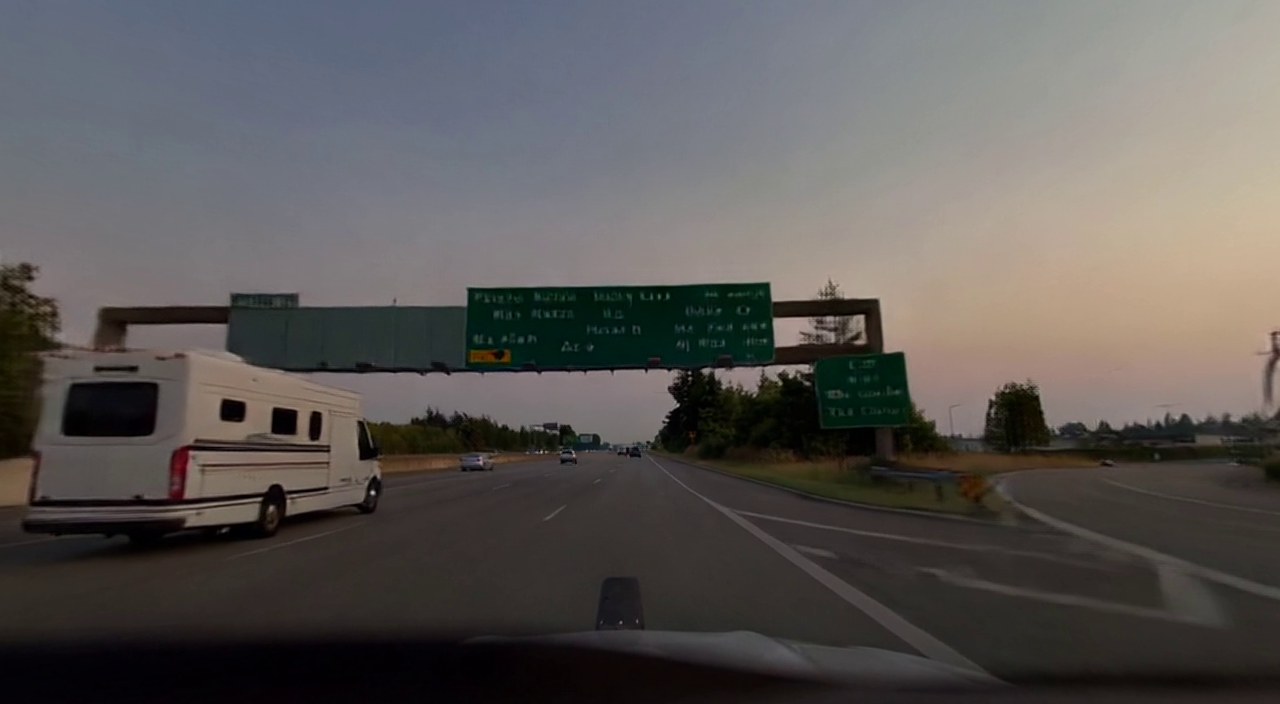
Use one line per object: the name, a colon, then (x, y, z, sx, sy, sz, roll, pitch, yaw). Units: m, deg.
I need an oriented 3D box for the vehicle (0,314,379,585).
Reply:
vehicle: (-7.376, 1.580, 10.582, 2.747, 2.934, 7.411, 0, -9, 0)

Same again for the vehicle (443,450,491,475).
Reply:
vehicle: (-11.413, 7.284, 41.869, 1.981, 1.503, 4.207, 0, -9, 1)
